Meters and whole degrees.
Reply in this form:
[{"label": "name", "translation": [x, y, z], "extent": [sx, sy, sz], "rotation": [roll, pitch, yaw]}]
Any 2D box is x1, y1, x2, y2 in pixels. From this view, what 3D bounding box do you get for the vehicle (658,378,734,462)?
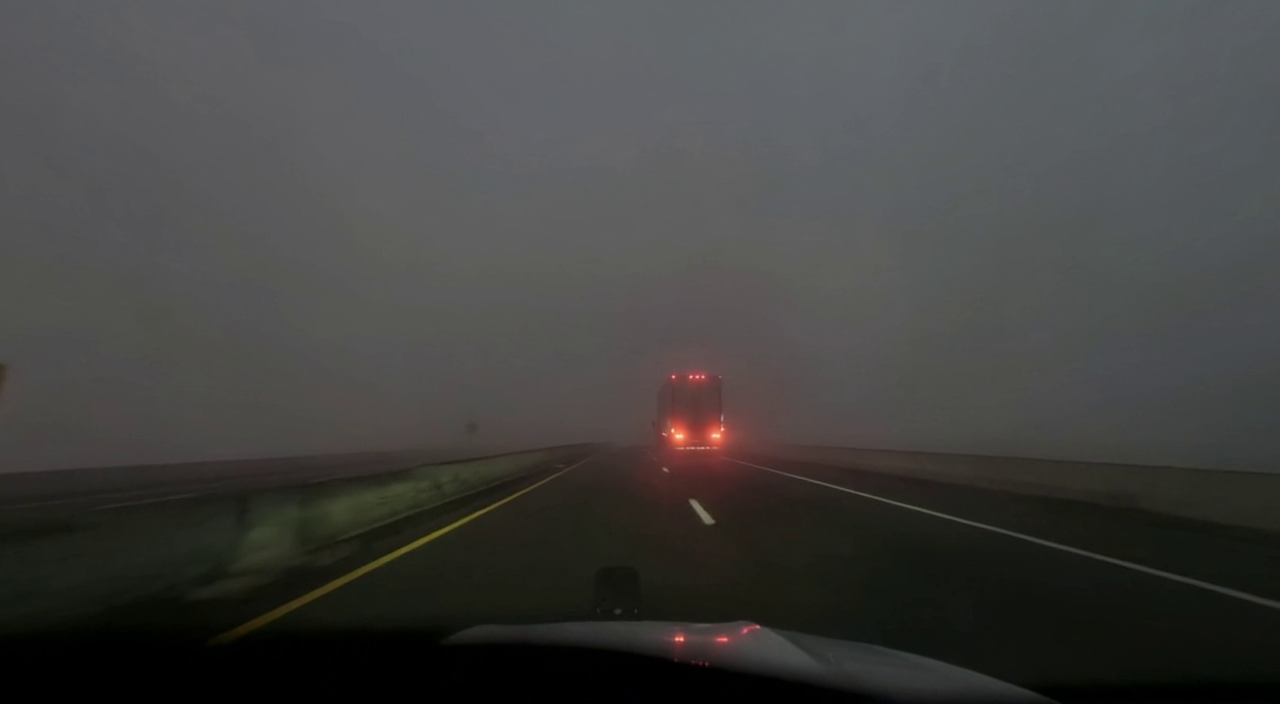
[{"label": "vehicle", "translation": [2.875, 4.159, 37.046], "extent": [2.924, 4.024, 13.639], "rotation": [0, -8, -1]}]
